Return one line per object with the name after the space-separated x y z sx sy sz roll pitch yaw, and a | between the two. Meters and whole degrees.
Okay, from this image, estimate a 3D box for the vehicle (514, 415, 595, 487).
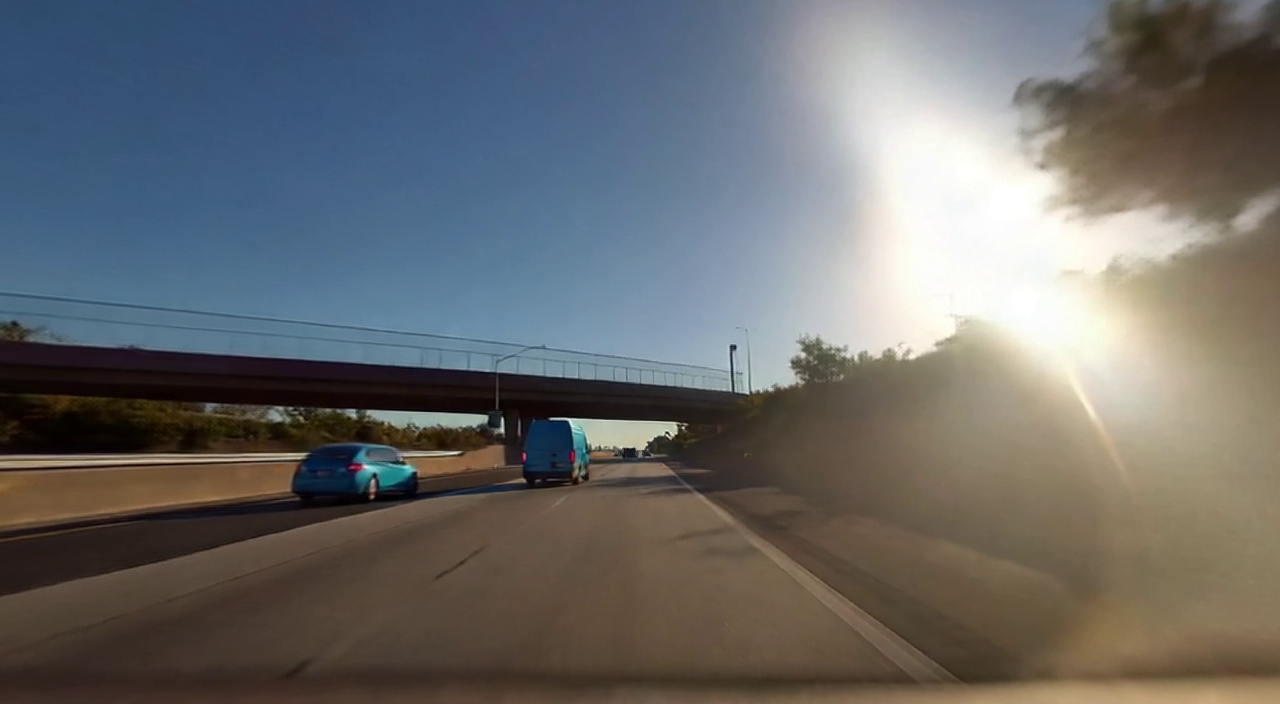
-3.284 4.019 25.640 2.437 2.565 5.829 0 -9 1 | vehicle

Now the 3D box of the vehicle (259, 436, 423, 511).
-7.553 3.100 16.540 2.164 1.664 4.252 0 -9 0 | vehicle
